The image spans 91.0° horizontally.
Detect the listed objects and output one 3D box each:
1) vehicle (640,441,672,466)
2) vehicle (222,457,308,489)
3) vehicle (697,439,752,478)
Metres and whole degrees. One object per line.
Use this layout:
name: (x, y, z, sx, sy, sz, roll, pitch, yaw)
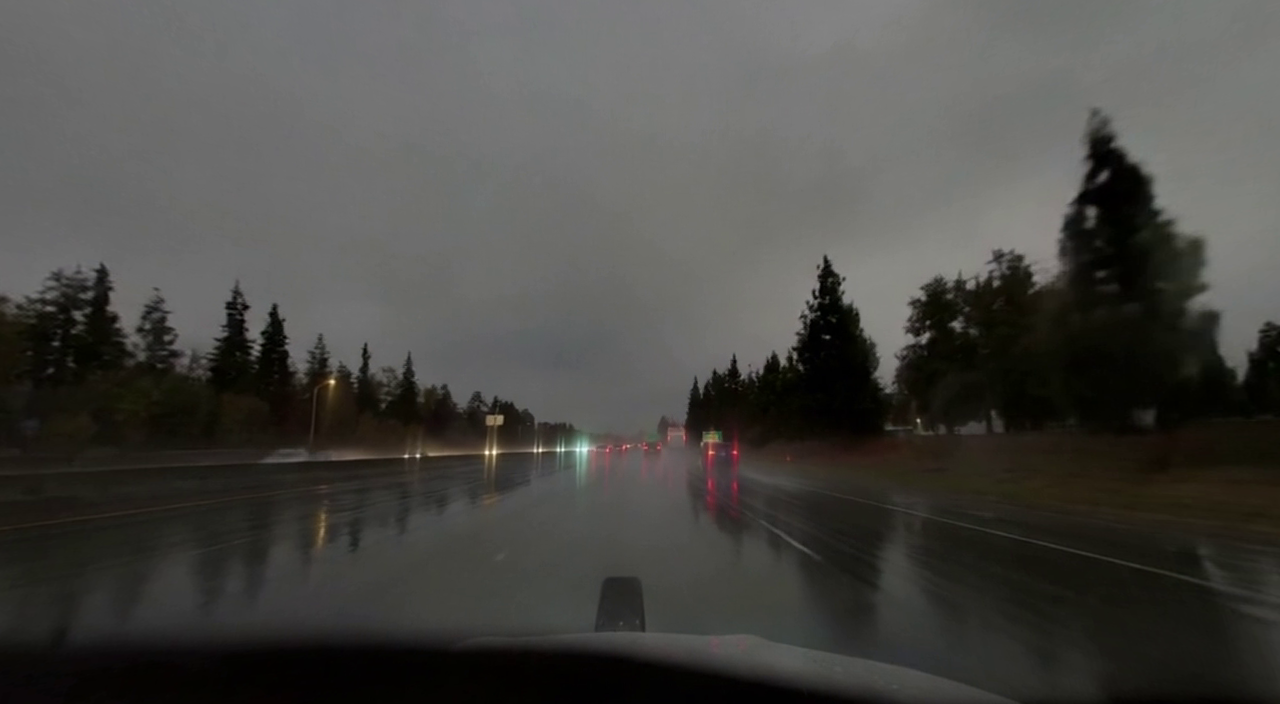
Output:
vehicle: (1.155, 7.599, 47.202, 2.205, 1.785, 4.423, 1, -9, 0)
vehicle: (-21.272, 6.854, 35.943, 1.970, 1.553, 4.519, 0, -9, 2)
vehicle: (4.040, 5.165, 30.729, 2.082, 1.720, 4.393, 1, -9, 0)
